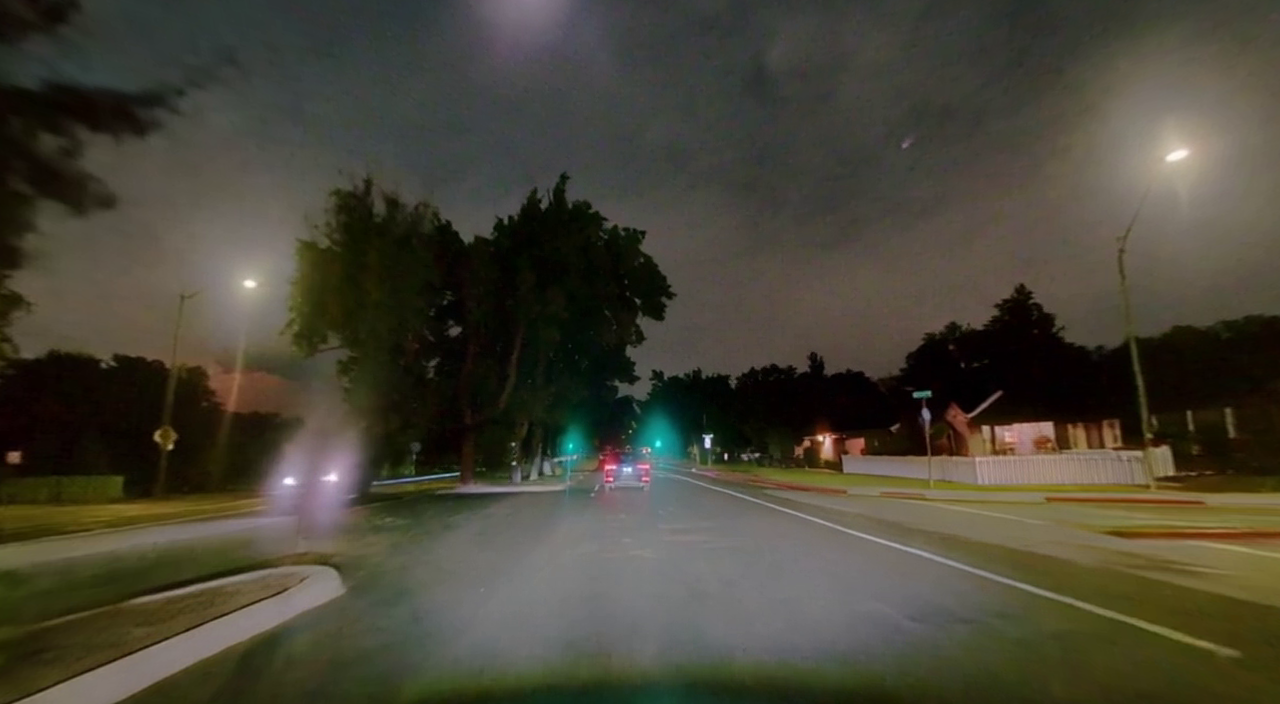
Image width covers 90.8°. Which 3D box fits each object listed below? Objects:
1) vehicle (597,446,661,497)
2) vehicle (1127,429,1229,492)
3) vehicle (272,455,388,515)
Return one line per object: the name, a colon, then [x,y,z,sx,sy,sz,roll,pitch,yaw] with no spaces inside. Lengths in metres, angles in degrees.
vehicle: [-0.391,4.228,22.753,2.106,1.655,3.717,0,-9,0]
vehicle: [17.342,3.482,20.600,2.128,1.771,4.721,-6,-11,36]
vehicle: [-9.053,3.871,18.810,1.861,1.516,3.752,1,-9,-6]
